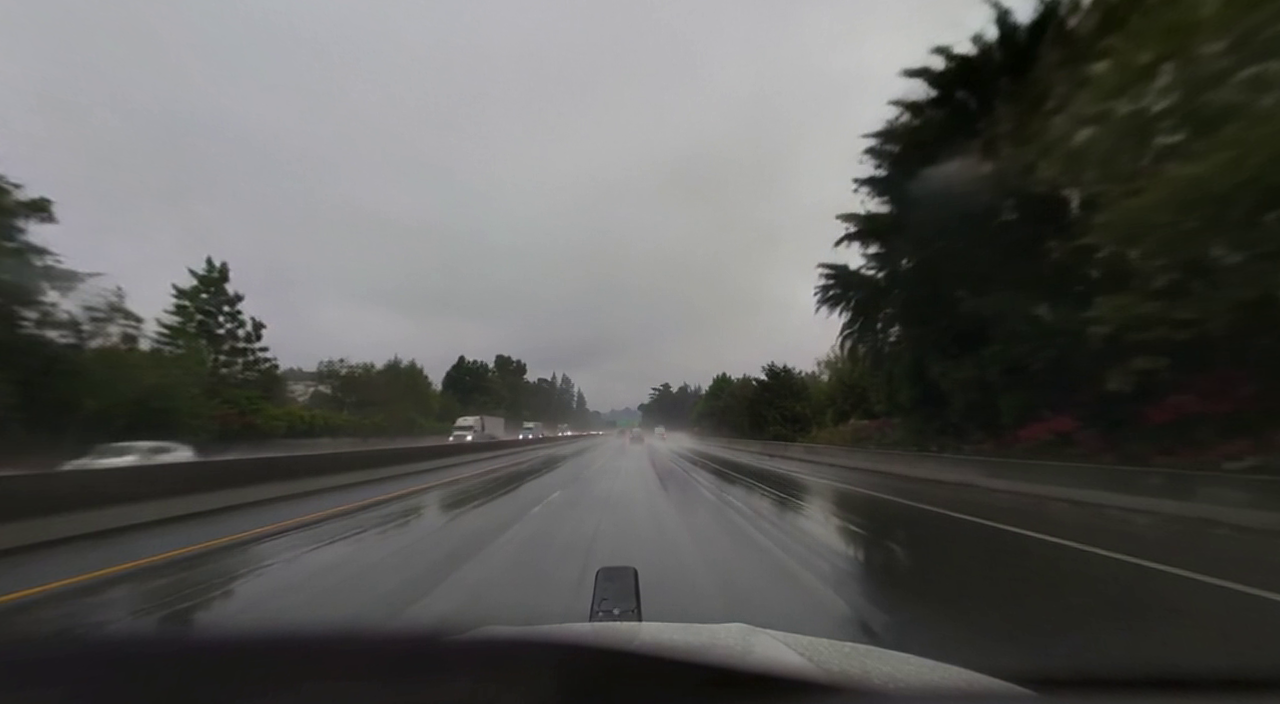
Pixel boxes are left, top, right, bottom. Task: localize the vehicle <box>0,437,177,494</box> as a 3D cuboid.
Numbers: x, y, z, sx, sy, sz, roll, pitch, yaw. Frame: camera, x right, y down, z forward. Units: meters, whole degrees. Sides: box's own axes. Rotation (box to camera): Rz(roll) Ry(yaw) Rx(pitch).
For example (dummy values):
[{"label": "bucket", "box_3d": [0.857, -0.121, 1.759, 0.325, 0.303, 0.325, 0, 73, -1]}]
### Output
[{"label": "vehicle", "box_3d": [-16.774, 3.371, 19.249, 1.855, 1.522, 4.394, 0, -8, 0]}]
